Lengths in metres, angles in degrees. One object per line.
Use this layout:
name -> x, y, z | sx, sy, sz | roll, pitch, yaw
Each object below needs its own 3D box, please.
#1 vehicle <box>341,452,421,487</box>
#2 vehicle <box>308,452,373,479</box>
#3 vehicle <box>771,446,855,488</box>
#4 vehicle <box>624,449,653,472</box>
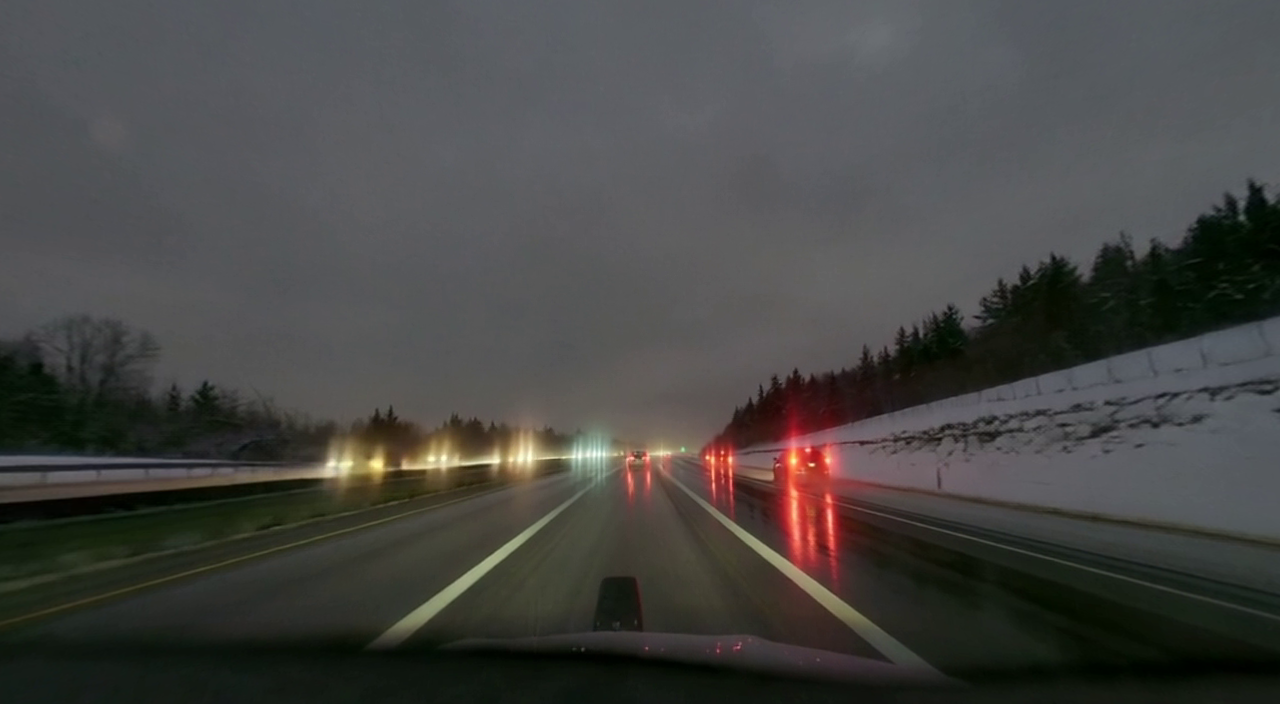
vehicle -> -12.149, 5.500, 29.722 | 1.907, 1.488, 4.443 | 0, -9, 0
vehicle -> -18.209, 6.905, 38.343 | 1.873, 1.493, 4.102 | -1, -9, 1
vehicle -> 6.850, 4.592, 25.421 | 2.008, 1.533, 4.592 | 0, -9, -1
vehicle -> -0.104, 7.874, 45.663 | 2.025, 1.526, 4.181 | 0, -9, 0
